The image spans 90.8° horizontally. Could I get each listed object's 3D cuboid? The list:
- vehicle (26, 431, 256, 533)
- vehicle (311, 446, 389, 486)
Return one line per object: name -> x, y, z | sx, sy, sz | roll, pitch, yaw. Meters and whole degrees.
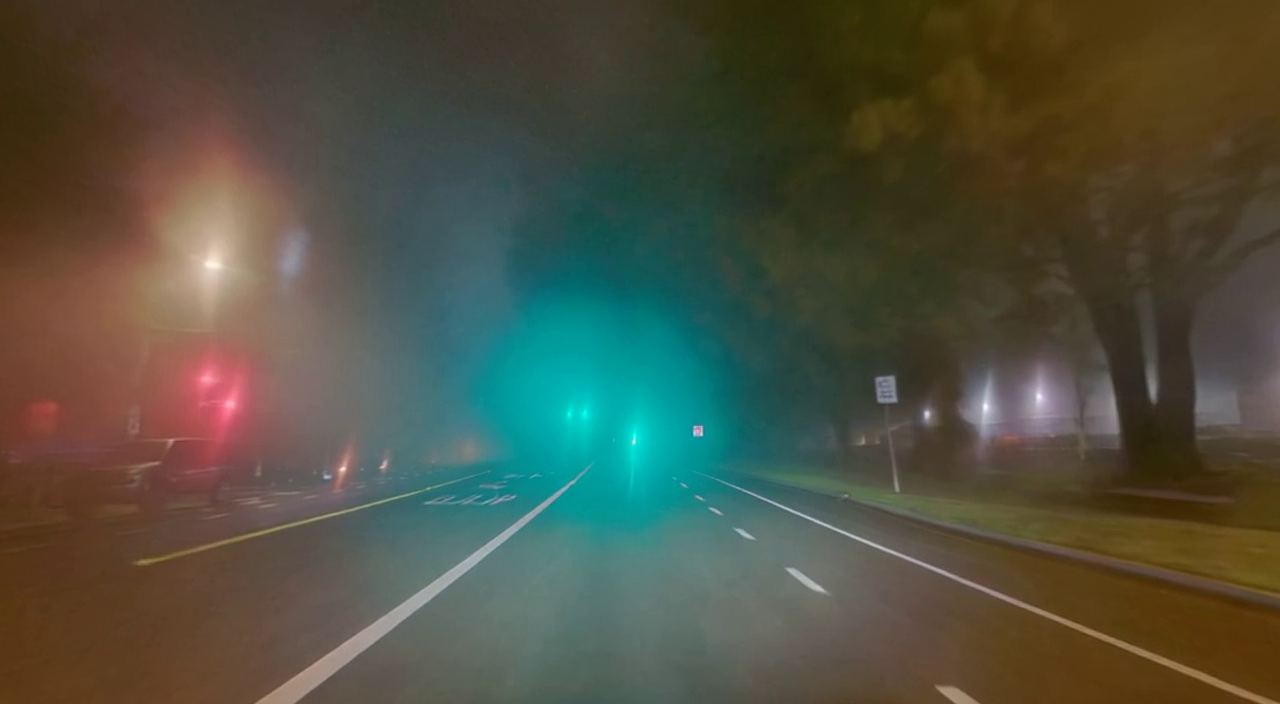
vehicle -> -13.111, 3.346, 17.261 | 2.314, 2.144, 5.403 | -3, -7, -6
vehicle -> -14.181, 5.611, 31.203 | 2.090, 1.680, 4.434 | -2, -9, -4
